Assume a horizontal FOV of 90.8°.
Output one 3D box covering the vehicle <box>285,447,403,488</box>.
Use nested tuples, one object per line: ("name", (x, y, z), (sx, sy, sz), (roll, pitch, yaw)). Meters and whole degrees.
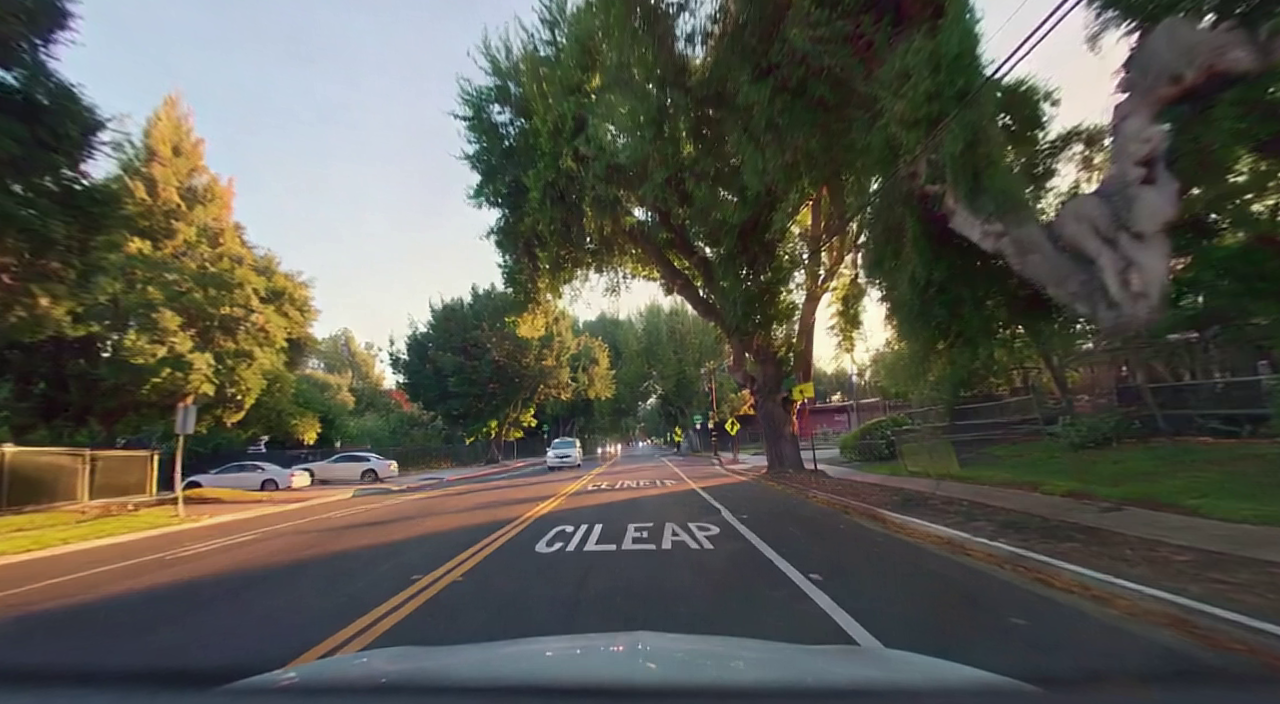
("vehicle", (-14.111, 5.533, 30.325), (4.653, 1.842, 1.992), (-1, -9, 4))

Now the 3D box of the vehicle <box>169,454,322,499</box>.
("vehicle", (-15.547, 4.918, 25.135), (4.641, 1.636, 1.983), (0, -9, -5))

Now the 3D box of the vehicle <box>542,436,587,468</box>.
("vehicle", (-4.296, 5.760, 36.565), (2.008, 1.730, 4.243), (-1, -8, 1))
